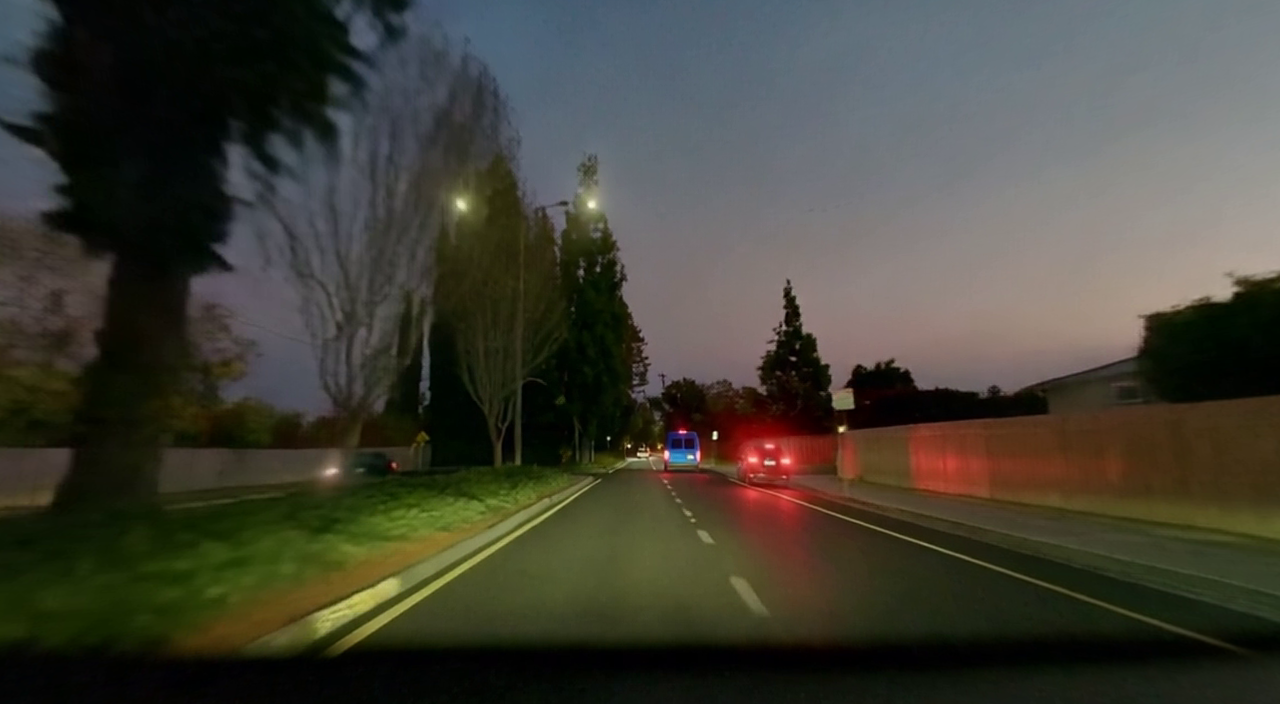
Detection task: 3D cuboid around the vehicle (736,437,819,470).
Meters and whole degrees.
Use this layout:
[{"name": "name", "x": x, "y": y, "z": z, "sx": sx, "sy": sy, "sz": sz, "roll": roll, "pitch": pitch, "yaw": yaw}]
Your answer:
[{"name": "vehicle", "x": 9.137, "y": 6.784, "z": 42.328, "sx": 4.990, "sy": 2.142, "sz": 2.488, "roll": 0, "pitch": -9, "yaw": 1}]

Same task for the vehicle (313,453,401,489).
[{"name": "vehicle", "x": -13.091, "y": 5.511, "z": 29.601, "sx": 1.908, "sy": 1.477, "sz": 4.750, "roll": 0, "pitch": -8, "yaw": 0}]
